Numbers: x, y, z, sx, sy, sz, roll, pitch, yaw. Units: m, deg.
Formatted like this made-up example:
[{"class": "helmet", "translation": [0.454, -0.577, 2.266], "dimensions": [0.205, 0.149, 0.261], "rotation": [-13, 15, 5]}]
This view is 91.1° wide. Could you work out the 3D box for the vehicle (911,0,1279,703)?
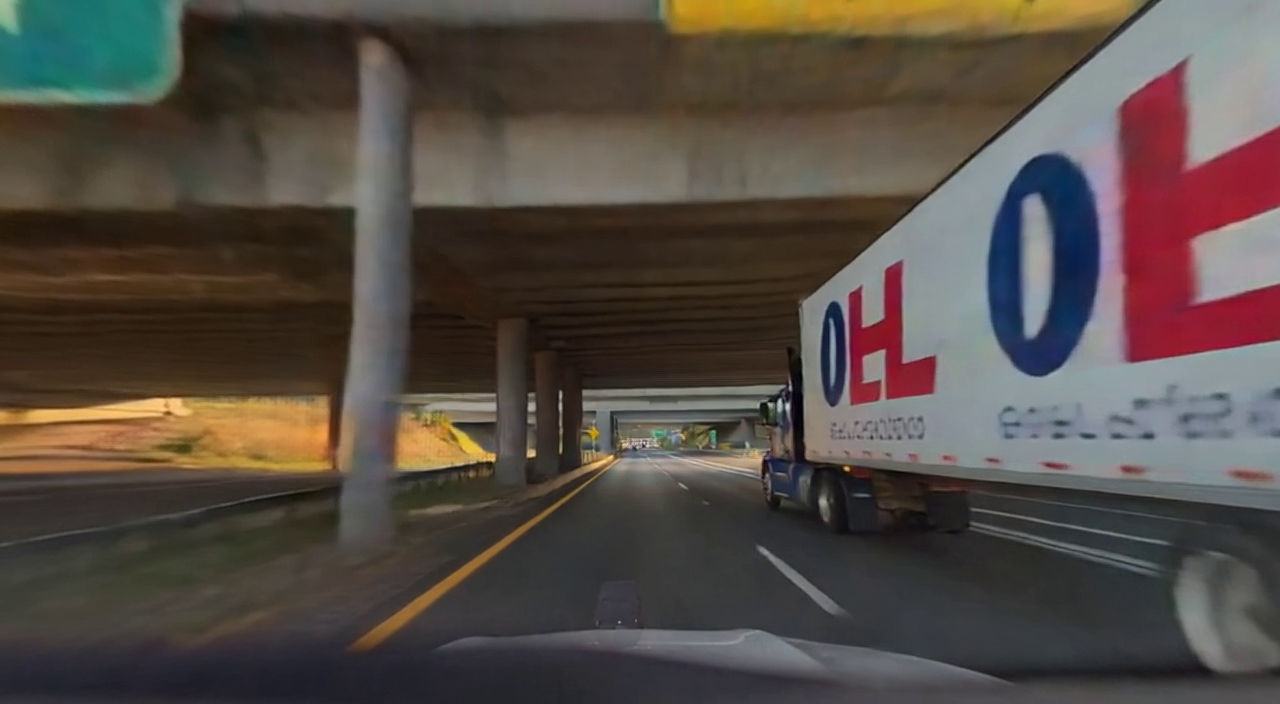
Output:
[{"class": "vehicle", "translation": [3.787, -0.572, 1.036], "dimensions": [2.879, 4.075, 8.126], "rotation": [0, -9, -1]}]
